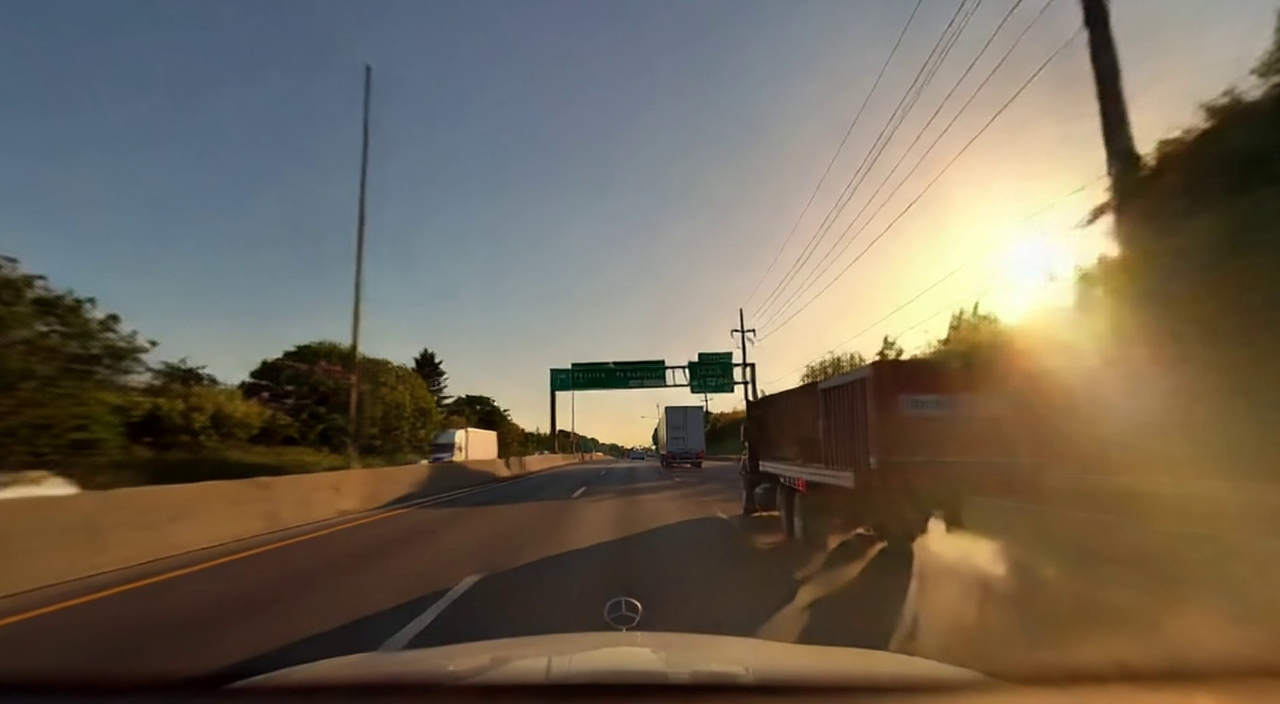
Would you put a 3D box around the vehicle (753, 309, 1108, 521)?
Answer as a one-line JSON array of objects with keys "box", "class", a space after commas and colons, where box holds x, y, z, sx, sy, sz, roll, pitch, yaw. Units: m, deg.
[{"box": [7.200, 2.512, 20.973, 3.400, 4.134, 17.388, 0, -9, -1], "class": "vehicle"}]

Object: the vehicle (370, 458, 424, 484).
[{"box": [-15.362, 7.541, 39.940, 1.767, 1.462, 4.313, 0, -9, -1], "class": "vehicle"}]
